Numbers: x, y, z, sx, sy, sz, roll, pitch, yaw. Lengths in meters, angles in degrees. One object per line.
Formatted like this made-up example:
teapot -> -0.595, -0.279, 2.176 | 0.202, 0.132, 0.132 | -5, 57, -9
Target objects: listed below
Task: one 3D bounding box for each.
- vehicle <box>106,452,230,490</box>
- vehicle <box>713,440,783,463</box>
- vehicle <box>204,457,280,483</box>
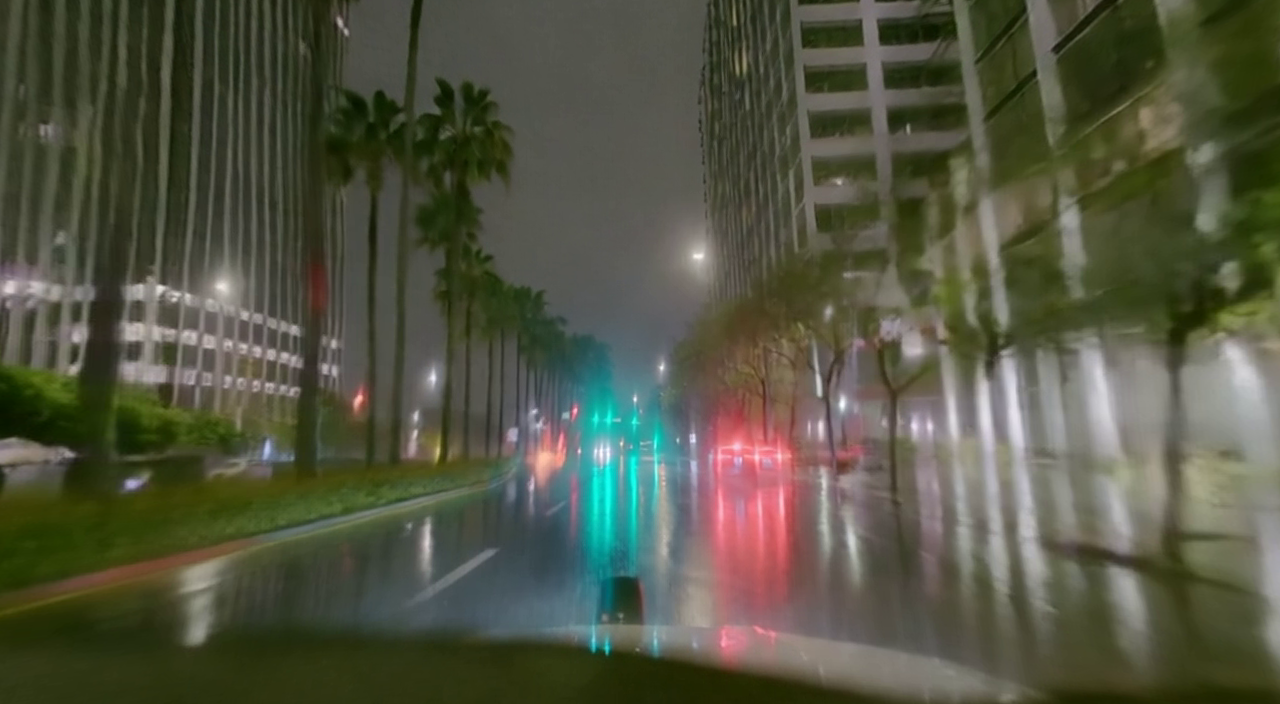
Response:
vehicle -> -24.624, 6.192, 33.360 | 2.062, 1.765, 5.897 | 0, -9, -1
vehicle -> 8.210, 7.639, 48.399 | 4.871, 1.708, 2.144 | 0, -9, -2
vehicle -> -24.237, 7.183, 38.693 | 1.751, 1.424, 4.506 | 0, -9, -1
